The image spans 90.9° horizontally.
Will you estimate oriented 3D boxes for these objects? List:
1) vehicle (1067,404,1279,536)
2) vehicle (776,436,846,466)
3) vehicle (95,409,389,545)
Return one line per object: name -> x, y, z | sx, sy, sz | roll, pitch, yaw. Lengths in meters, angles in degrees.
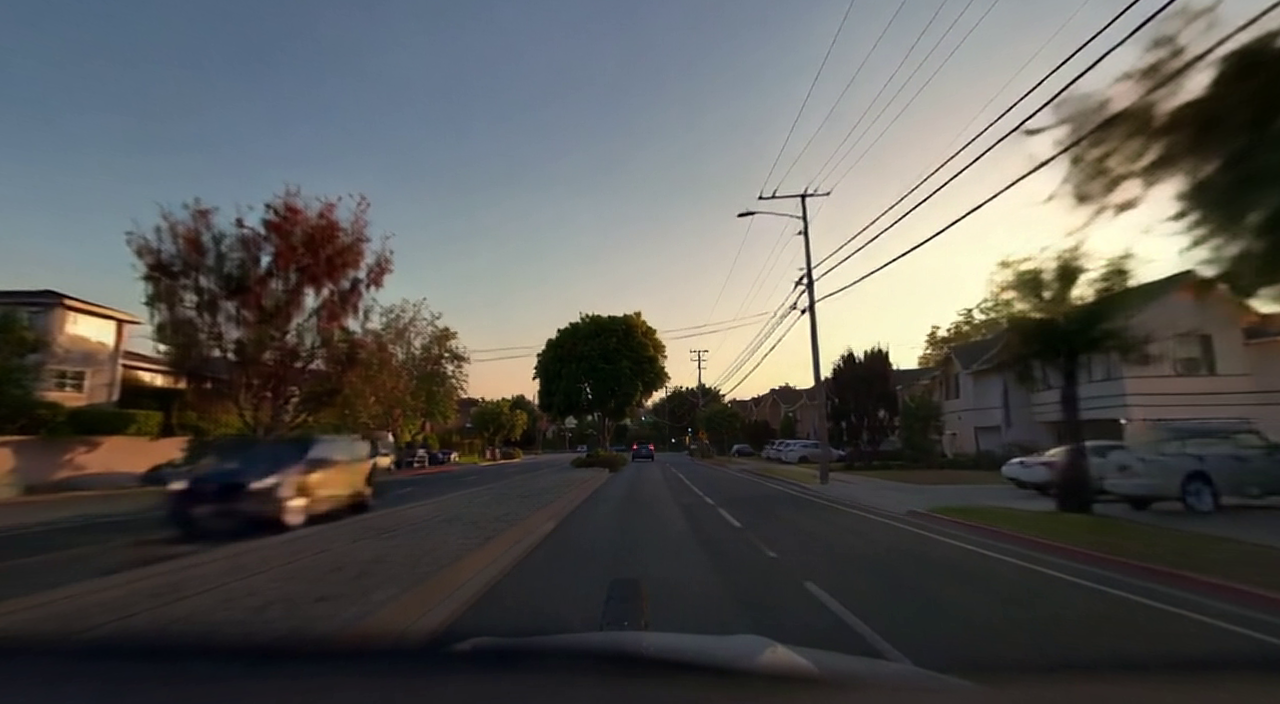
vehicle -> 11.176, 2.147, 11.788 | 2.392, 2.063, 5.213 | 0, -9, -5
vehicle -> 12.115, 7.056, 44.975 | 4.305, 1.997, 2.453 | 0, -9, 1
vehicle -> -6.739, 2.180, 11.553 | 2.273, 1.952, 4.599 | 0, -9, 1
